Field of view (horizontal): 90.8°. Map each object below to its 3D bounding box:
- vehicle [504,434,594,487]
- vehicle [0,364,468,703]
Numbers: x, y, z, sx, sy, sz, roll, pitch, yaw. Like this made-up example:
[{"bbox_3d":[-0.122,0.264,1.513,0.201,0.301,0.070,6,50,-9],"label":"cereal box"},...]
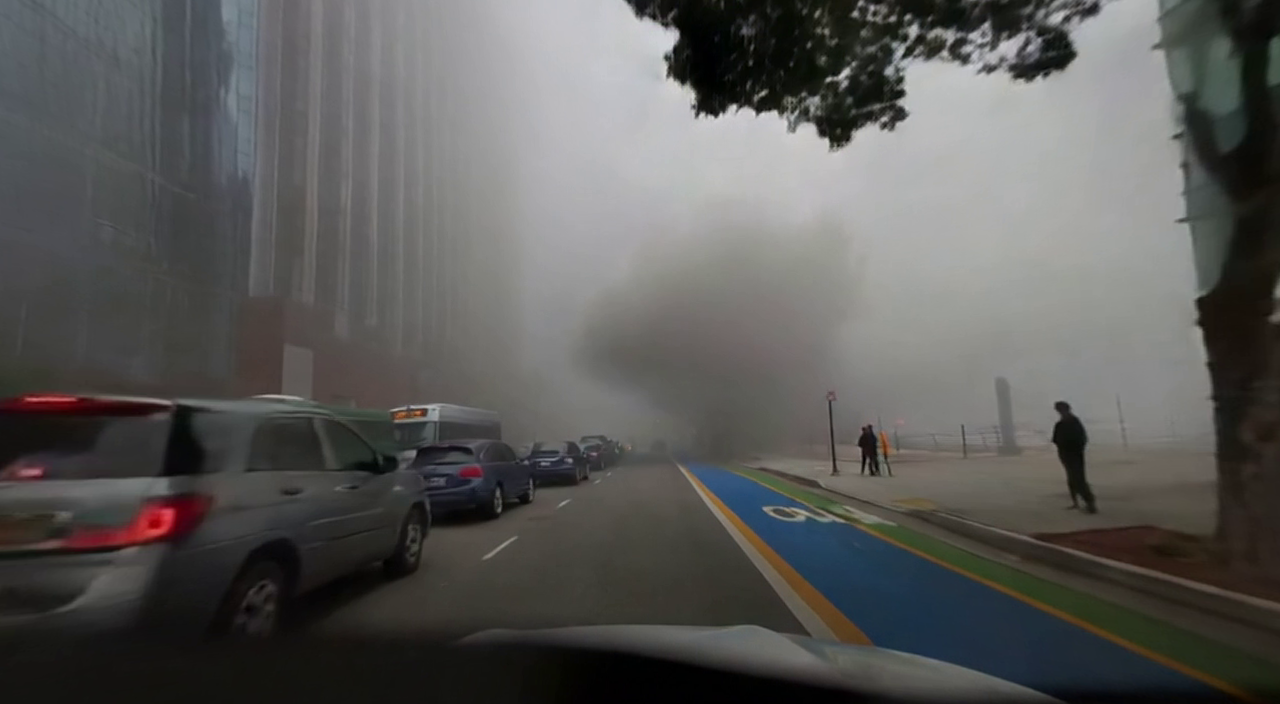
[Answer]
[{"bbox_3d":[-3.043,3.735,22.294,2.266,1.621,4.783,-1,-8,3],"label":"vehicle"},{"bbox_3d":[-3.352,1.292,5.693,2.225,1.848,4.472,0,-8,2],"label":"vehicle"}]
